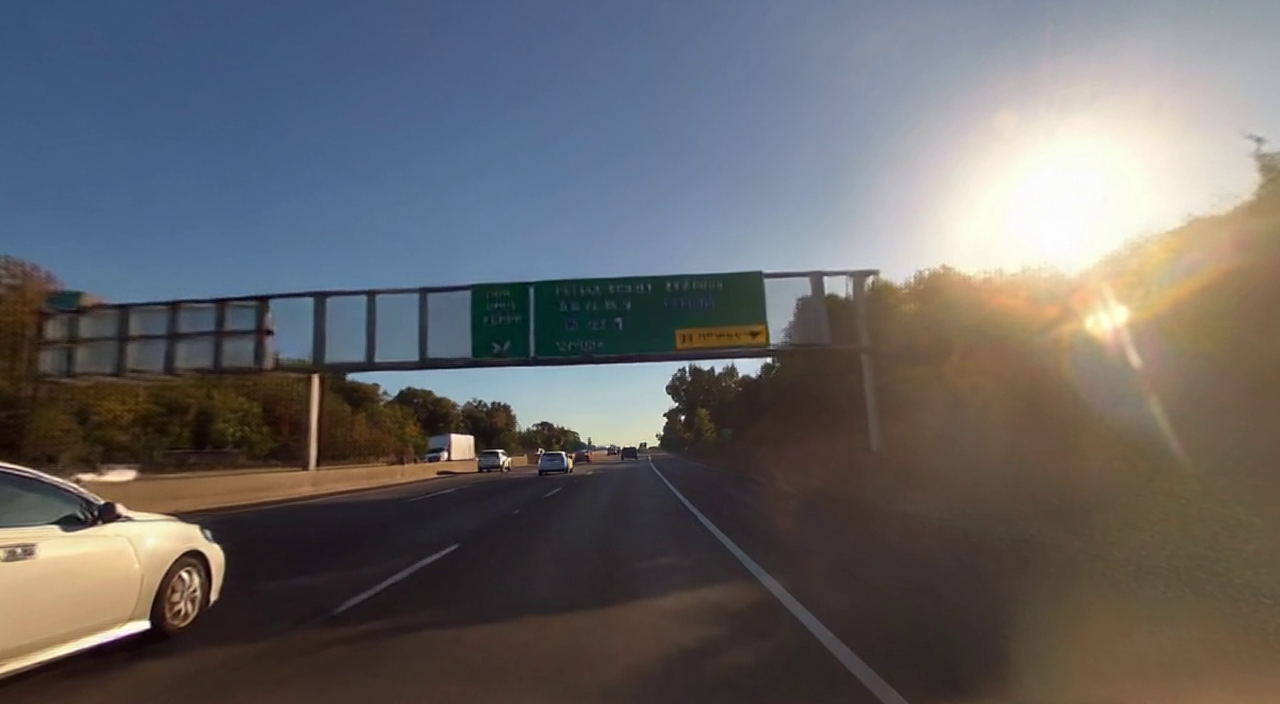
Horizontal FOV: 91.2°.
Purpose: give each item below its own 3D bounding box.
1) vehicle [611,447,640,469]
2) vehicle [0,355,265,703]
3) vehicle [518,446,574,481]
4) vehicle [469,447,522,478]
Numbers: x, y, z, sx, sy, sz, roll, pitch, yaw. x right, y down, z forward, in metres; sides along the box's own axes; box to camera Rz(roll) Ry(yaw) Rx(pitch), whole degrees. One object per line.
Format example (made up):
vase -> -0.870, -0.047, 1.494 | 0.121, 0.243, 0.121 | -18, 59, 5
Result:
vehicle -> -1.048, 7.636, 45.381 | 2.023, 1.479, 3.718 | 0, -9, -1
vehicle -> -4.036, 0.872, 2.642 | 2.074, 1.779, 4.588 | 0, -9, -1
vehicle -> -4.250, 5.115, 28.954 | 1.988, 1.477, 4.118 | 0, -9, 0
vehicle -> -7.715, 5.922, 33.812 | 1.936, 1.516, 3.904 | 0, -9, 0
